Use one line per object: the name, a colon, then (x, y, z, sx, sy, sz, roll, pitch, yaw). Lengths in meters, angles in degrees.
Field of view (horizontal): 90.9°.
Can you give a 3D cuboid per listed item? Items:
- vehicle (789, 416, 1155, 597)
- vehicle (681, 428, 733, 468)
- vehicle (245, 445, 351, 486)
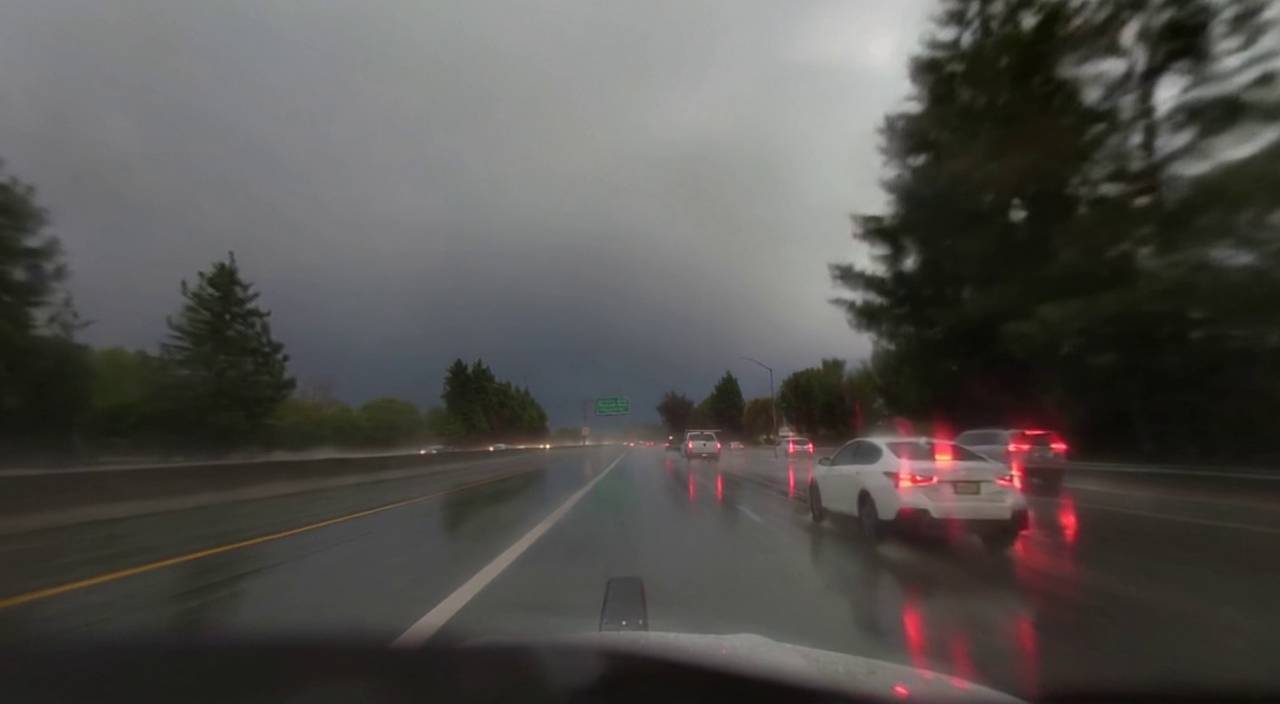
vehicle: (3.422, 1.671, 7.842, 1.978, 1.535, 4.705, 0, -8, 0)
vehicle: (3.570, 5.284, 34.809, 2.218, 1.964, 5.662, 0, -8, -1)
vehicle: (-13.978, 4.627, 26.117, 1.798, 1.486, 4.486, -1, -8, 1)
